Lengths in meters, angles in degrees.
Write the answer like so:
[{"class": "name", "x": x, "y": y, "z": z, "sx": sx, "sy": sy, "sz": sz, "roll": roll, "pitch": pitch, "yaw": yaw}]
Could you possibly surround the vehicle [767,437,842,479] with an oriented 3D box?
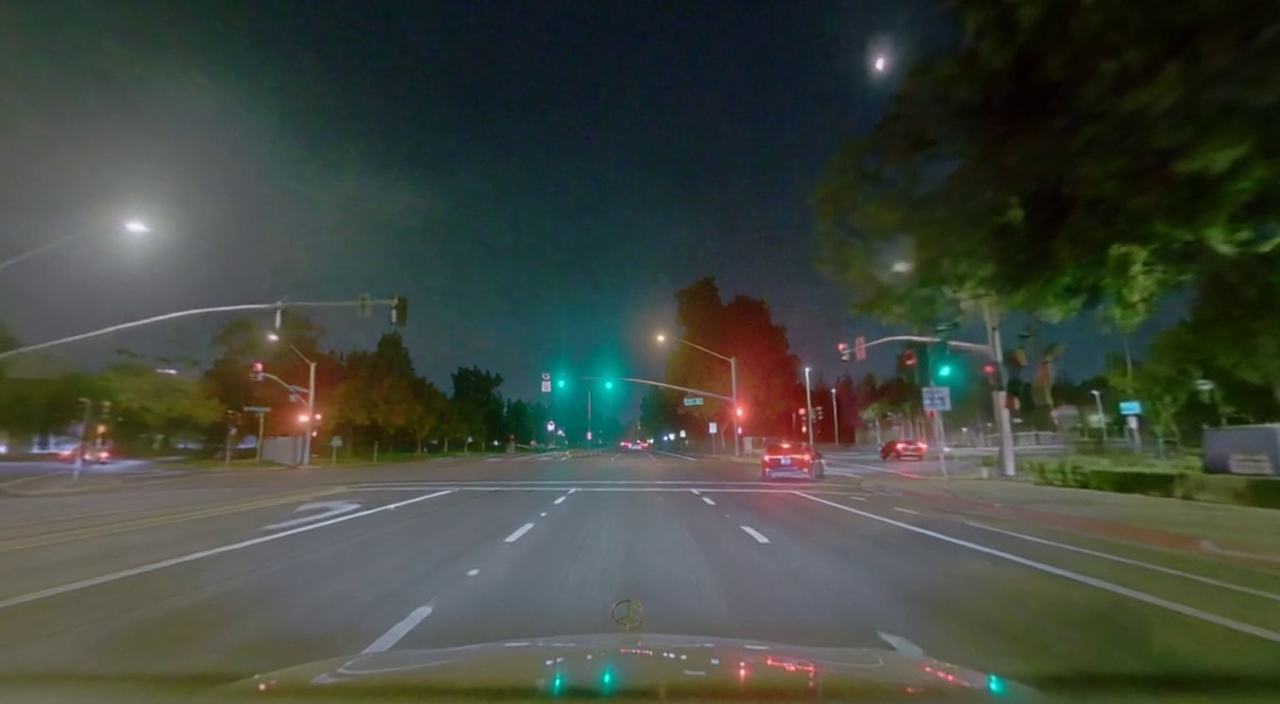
[{"class": "vehicle", "x": 7.384, "y": 4.744, "z": 28.018, "sx": 2.289, "sy": 1.503, "sz": 4.595, "roll": 0, "pitch": -10, "yaw": 26}]
